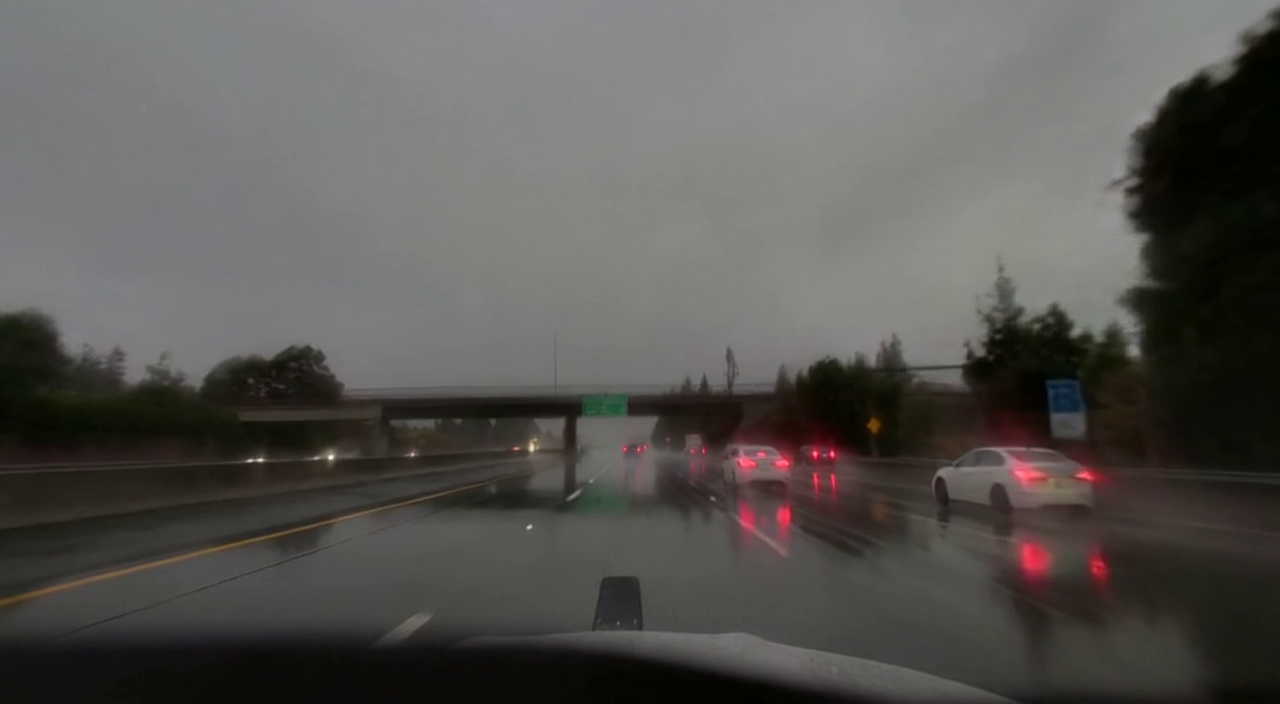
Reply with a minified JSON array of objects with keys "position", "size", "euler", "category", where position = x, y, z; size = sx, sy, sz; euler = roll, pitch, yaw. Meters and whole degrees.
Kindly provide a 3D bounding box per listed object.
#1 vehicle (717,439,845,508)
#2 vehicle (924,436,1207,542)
[{"position":[3.341,2.986,15.995],"size":[2.076,1.472,4.562],"euler":[0,-9,-1],"category":"vehicle"},{"position":[7.213,2.338,11.471],"size":[1.946,1.497,4.467],"euler":[0,-9,-1],"category":"vehicle"}]
